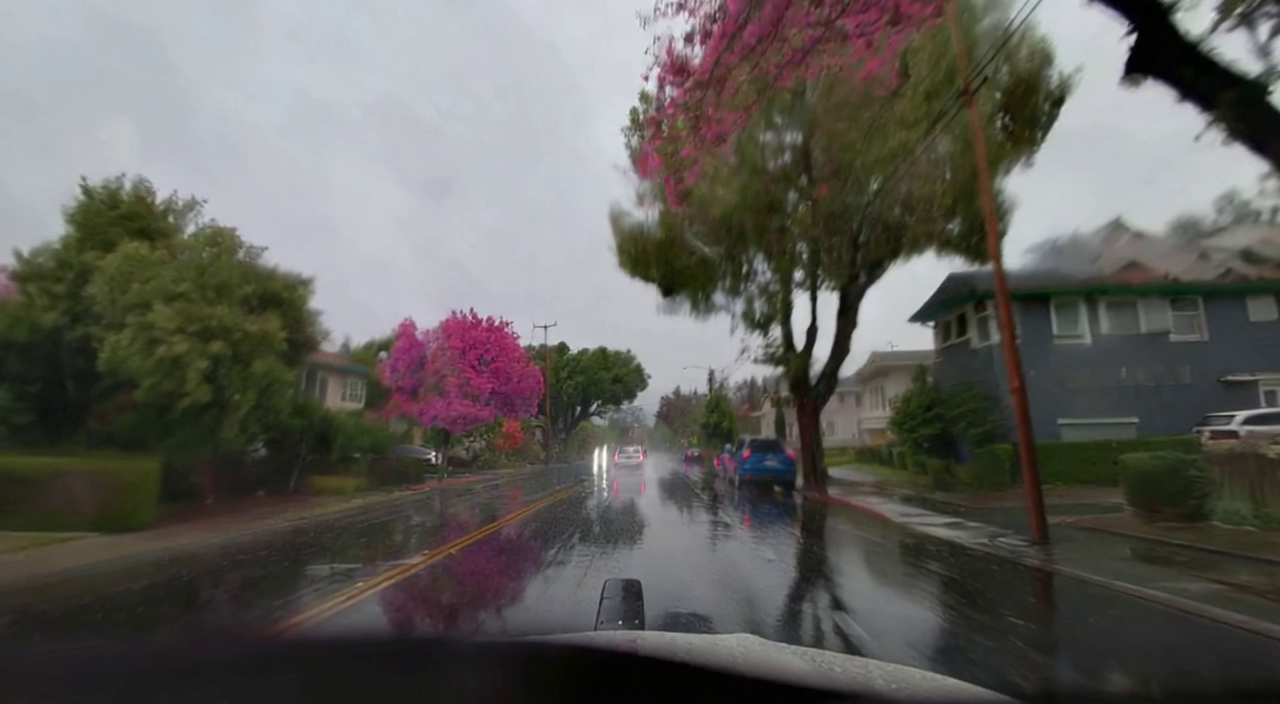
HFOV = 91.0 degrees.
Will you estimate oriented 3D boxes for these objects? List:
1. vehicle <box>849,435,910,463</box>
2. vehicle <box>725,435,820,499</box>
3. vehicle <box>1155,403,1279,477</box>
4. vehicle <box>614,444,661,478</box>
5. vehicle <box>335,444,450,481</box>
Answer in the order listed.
[{"bbox_3d":[15.151,6.162,40.143,1.919,1.677,4.590,0,-8,-3],"label":"vehicle"},{"bbox_3d":[4.189,3.701,20.812,2.100,1.830,5.040,0,-8,1],"label":"vehicle"},{"bbox_3d":[16.018,2.153,15.434,4.927,1.674,2.025,0,-8,0],"label":"vehicle"},{"bbox_3d":[-0.087,5.198,30.240,2.104,1.500,3.815,0,-8,1],"label":"vehicle"},{"bbox_3d":[-15.332,6.881,39.234,6.278,1.911,2.173,-3,-10,1],"label":"vehicle"}]
